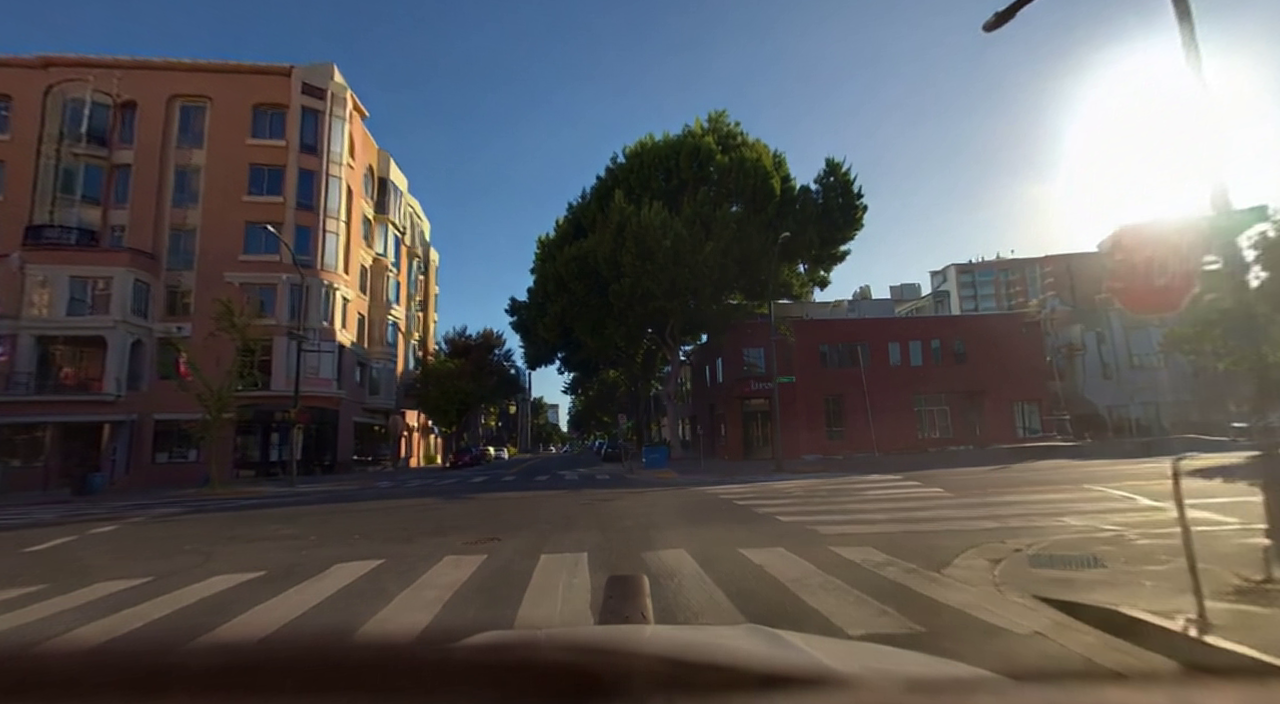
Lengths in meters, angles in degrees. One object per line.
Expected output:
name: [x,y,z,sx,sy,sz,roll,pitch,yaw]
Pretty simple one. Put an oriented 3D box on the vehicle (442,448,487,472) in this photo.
vehicle: [-11.510,7.094,41.694,2.033,1.491,4.298,0,-9,-4]
